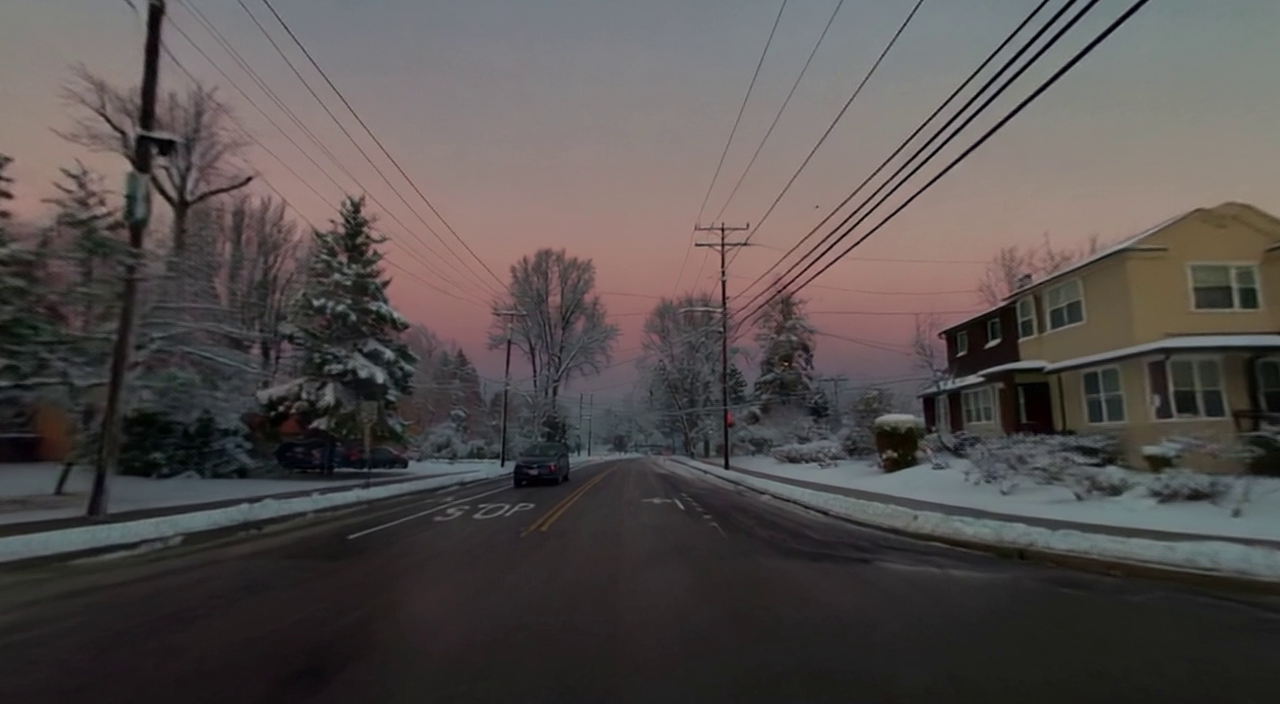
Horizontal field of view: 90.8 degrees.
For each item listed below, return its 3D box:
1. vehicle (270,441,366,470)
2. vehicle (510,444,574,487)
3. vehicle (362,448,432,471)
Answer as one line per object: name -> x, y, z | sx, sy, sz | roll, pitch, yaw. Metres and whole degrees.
vehicle -> -22.136, 7.104, 43.700 | 5.369, 1.862, 2.338 | 1, -7, -9
vehicle -> -3.921, 4.573, 25.873 | 1.935, 1.595, 3.972 | 0, -8, 0
vehicle -> -16.786, 7.426, 43.819 | 4.199, 1.510, 2.058 | 2, -8, -10
